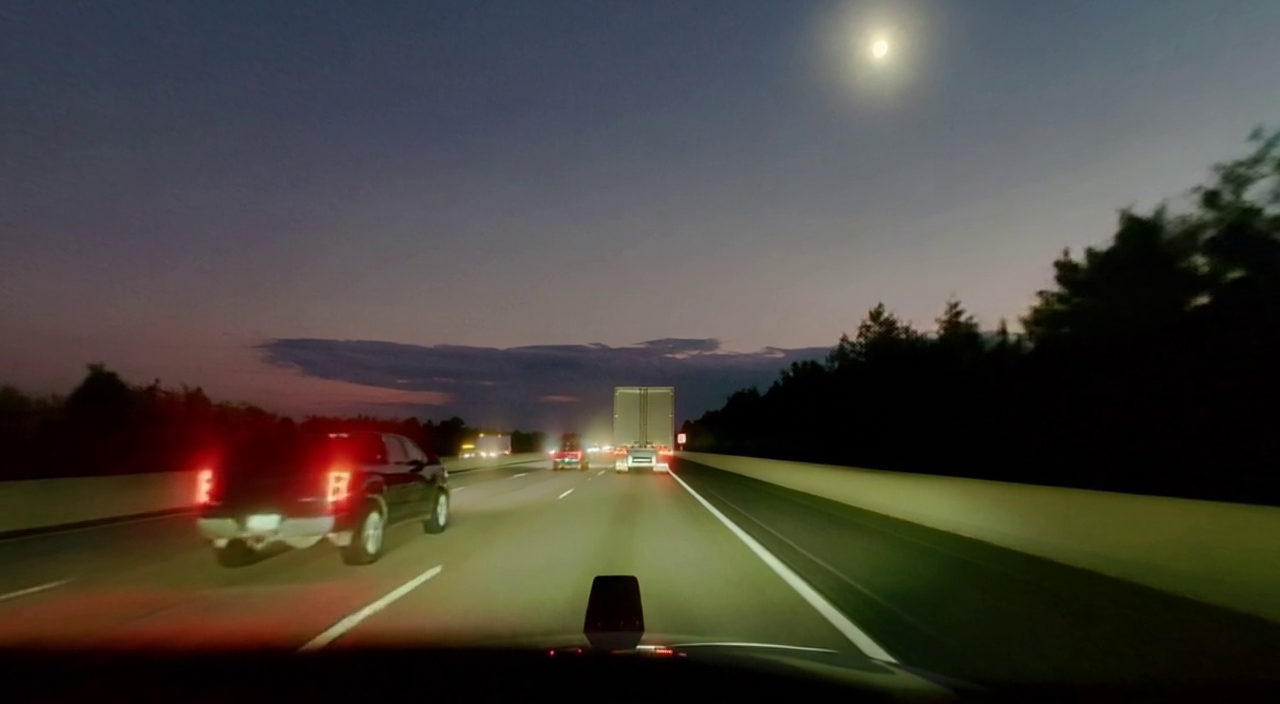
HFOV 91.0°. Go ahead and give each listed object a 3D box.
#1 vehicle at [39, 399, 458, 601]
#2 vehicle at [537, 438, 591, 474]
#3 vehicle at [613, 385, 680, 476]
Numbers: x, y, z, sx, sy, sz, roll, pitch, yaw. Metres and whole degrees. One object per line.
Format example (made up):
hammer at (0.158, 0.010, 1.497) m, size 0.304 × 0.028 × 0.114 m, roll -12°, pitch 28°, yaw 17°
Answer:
vehicle at (-4.130, 1.658, 8.009) m, size 2.140 × 1.750 × 4.901 m, roll 0°, pitch -9°, yaw 0°
vehicle at (-4.121, 5.751, 35.064) m, size 2.285 × 1.833 × 4.984 m, roll 0°, pitch -9°, yaw 1°
vehicle at (0.260, 4.440, 34.581) m, size 3.052 × 4.132 × 11.336 m, roll 0°, pitch -9°, yaw 0°
